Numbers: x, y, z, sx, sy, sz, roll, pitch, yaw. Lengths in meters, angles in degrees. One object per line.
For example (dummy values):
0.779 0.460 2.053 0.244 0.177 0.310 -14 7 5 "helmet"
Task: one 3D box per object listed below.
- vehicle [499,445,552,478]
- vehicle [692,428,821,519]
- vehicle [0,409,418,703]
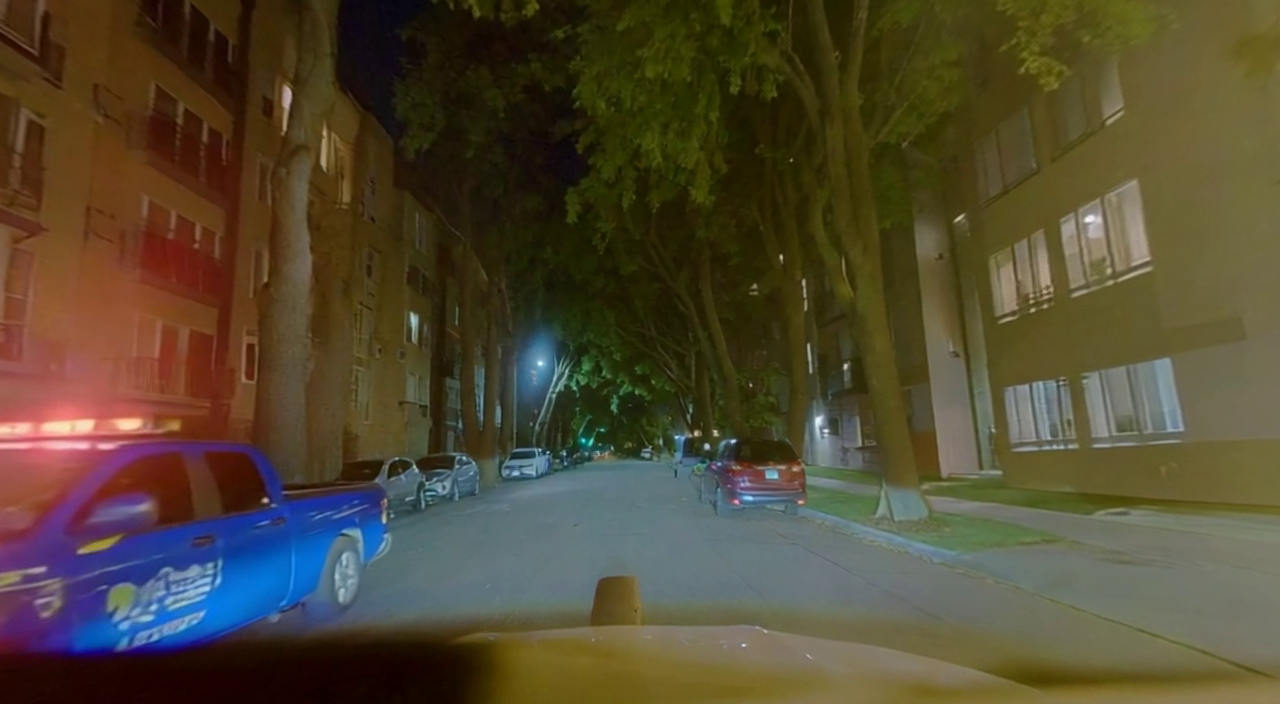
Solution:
-6.115 5.870 34.138 1.959 1.490 4.361 0 -7 1 "vehicle"
2.324 2.540 13.731 1.878 1.664 4.033 0 -8 -2 "vehicle"
-3.148 1.180 3.657 1.966 1.515 4.394 0 -8 2 "vehicle"
